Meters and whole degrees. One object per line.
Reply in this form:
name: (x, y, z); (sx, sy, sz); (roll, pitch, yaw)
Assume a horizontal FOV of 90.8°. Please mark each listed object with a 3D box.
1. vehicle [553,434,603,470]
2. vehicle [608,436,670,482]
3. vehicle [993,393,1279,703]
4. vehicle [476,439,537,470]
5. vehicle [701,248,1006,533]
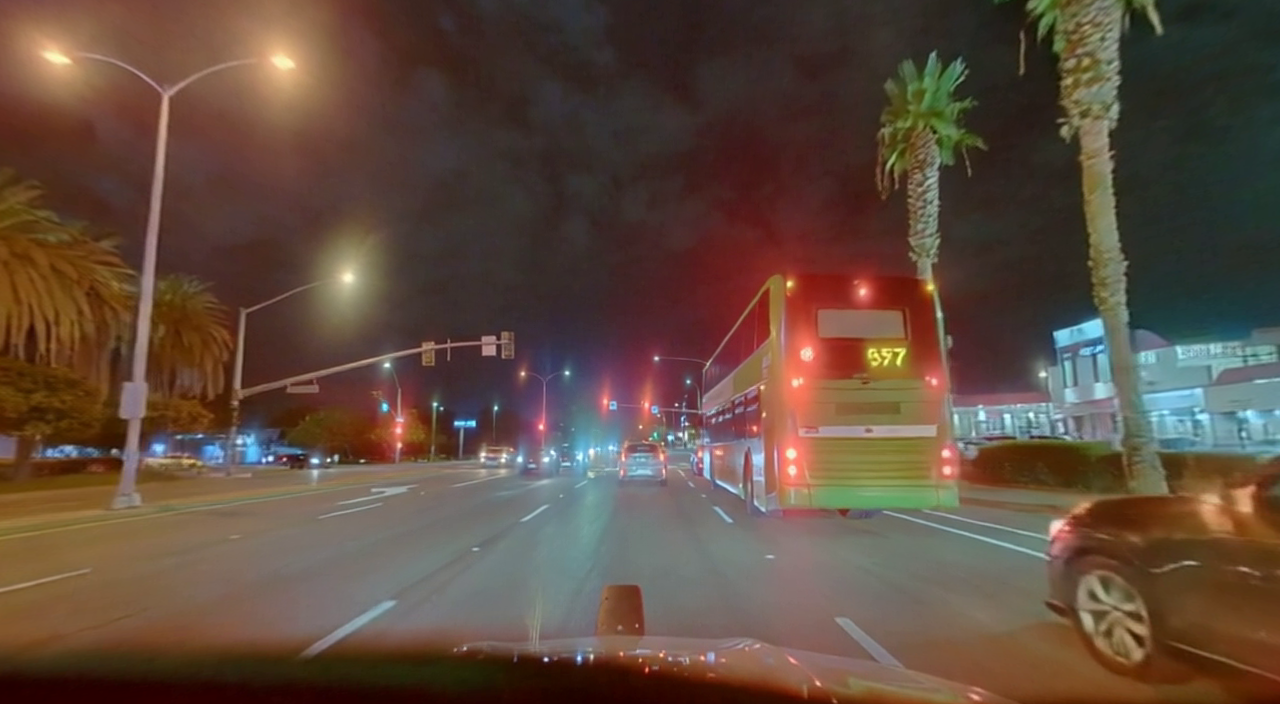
vehicle: (-3.149, 5.179, 32.871); (2.020, 1.721, 4.366); (0, -8, 2)
vehicle: (-0.014, 3.849, 22.927); (2.060, 1.499, 3.831); (0, -9, 1)
vehicle: (3.598, 0.854, 2.055); (1.965, 1.519, 5.078); (0, -9, 0)
vehicle: (-6.786, 5.267, 32.732); (1.927, 1.480, 4.832); (0, -9, 2)
vehicle: (3.565, 1.484, 15.603); (2.970, 4.015, 13.606); (0, -9, 1)
